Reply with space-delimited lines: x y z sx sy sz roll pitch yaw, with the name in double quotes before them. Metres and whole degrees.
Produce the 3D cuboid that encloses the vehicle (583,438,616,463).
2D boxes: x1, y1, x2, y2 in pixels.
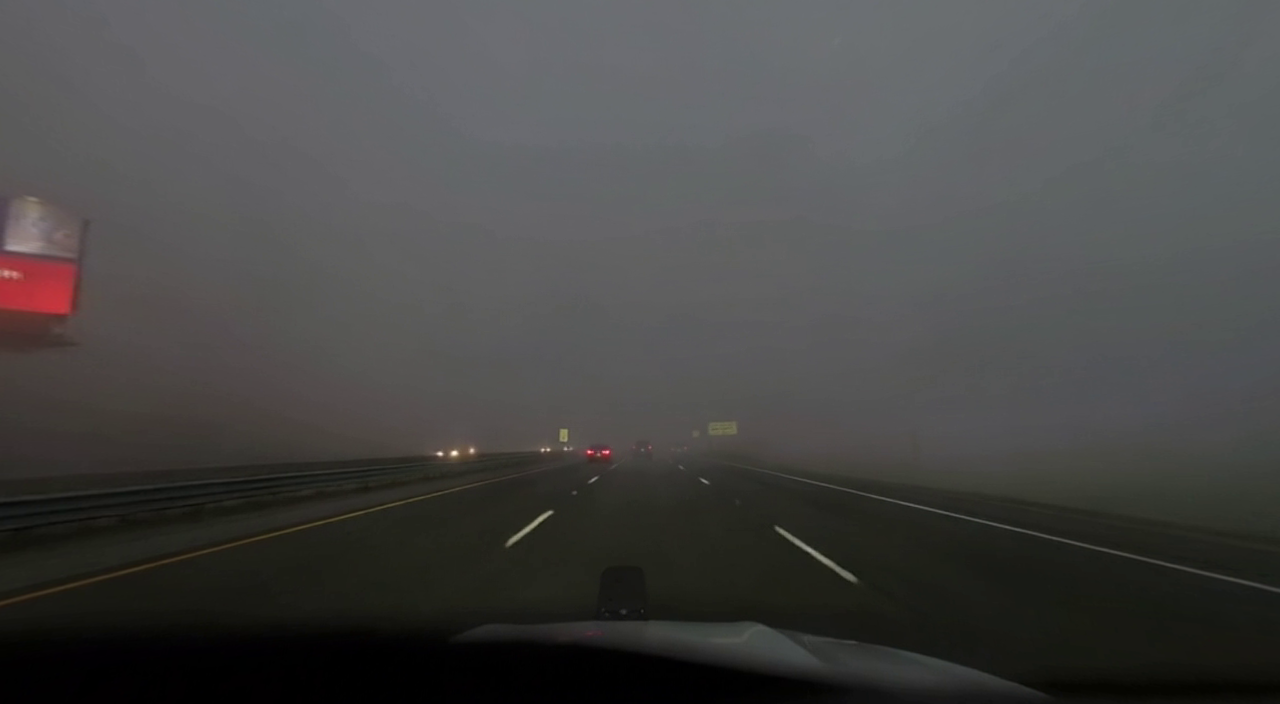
"vehicle" -3.056 7.553 48.500 2.319 1.738 4.355 0 -8 0
